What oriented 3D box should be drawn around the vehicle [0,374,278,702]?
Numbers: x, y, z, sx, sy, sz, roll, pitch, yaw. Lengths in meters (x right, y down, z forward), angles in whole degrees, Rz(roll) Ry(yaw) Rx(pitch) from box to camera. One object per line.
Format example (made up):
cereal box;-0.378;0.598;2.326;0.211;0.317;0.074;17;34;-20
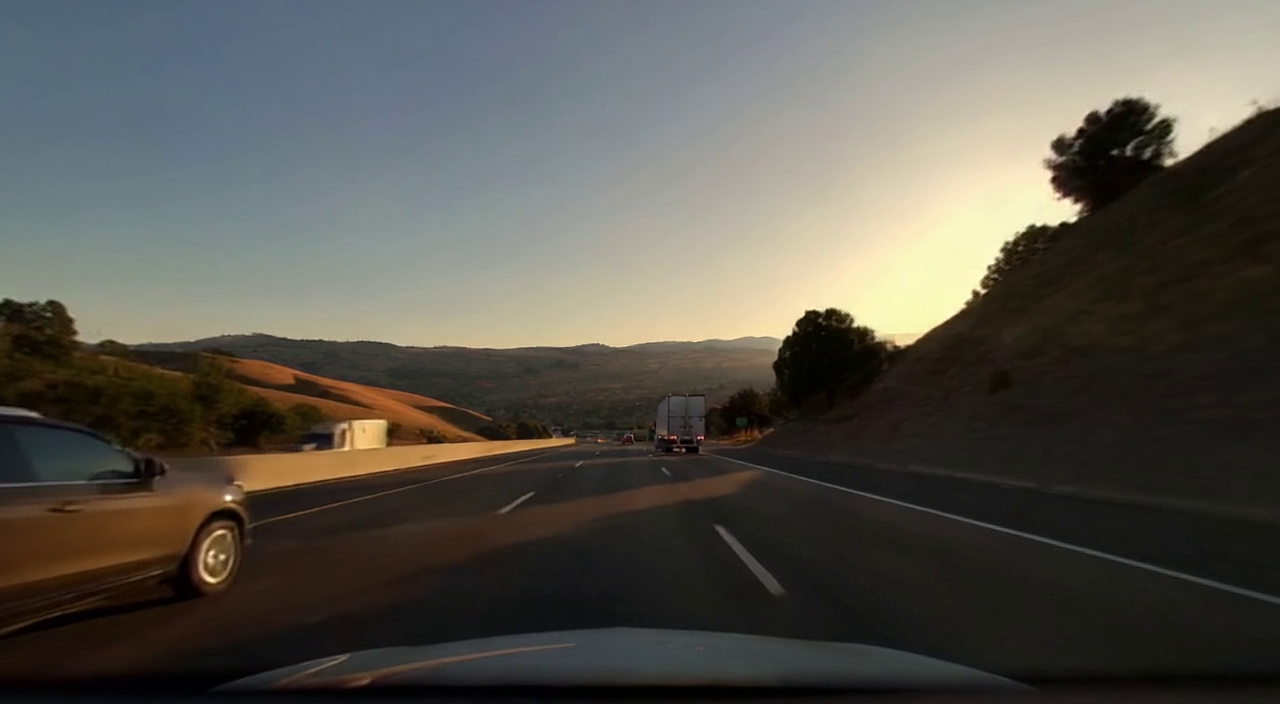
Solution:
vehicle;-4.188;0.953;3.353;2.044;1.604;4.144;0;-8;0
